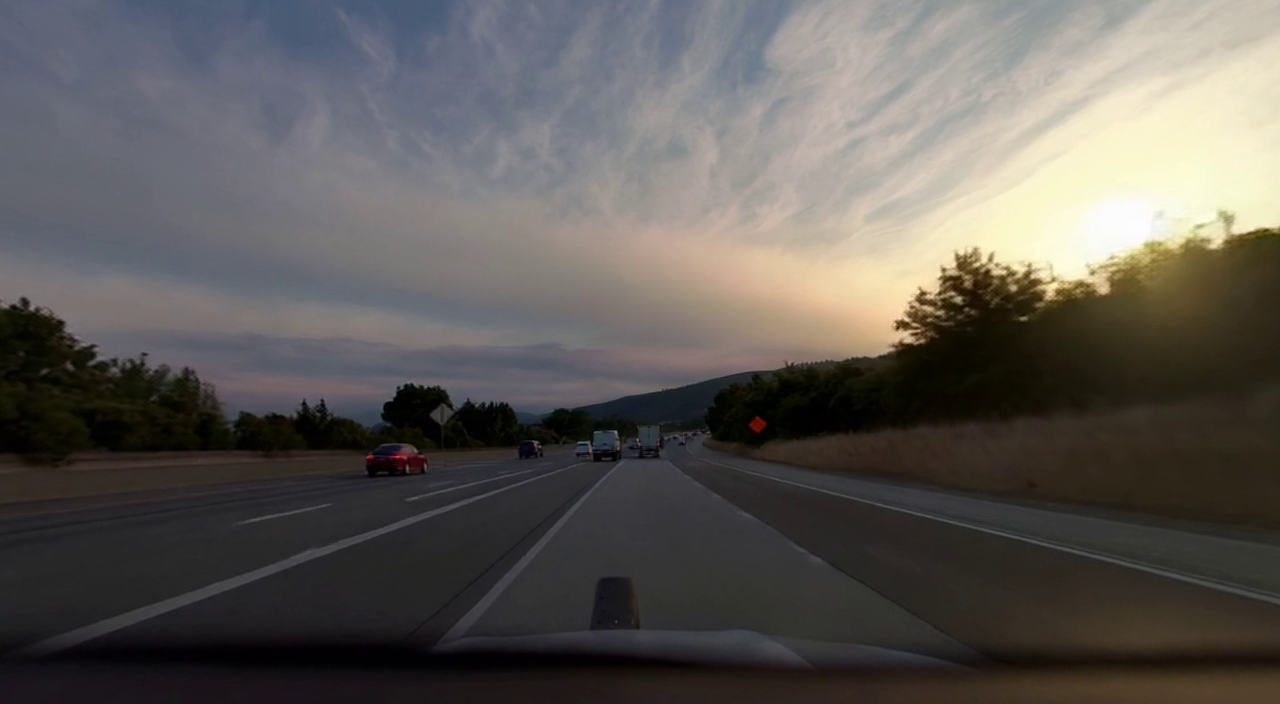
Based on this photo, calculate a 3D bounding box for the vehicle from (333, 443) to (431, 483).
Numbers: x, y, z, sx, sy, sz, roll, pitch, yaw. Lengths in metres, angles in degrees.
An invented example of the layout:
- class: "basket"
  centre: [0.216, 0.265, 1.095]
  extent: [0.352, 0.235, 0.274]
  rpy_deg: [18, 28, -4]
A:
- class: "vehicle"
  centre: [-10.255, 4.433, 25.590]
  extent: [1.952, 1.457, 4.689]
  rpy_deg: [0, -9, 1]

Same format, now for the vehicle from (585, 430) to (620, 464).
- class: "vehicle"
  centre: [-2.881, 7.500, 49.717]
  extent: [2.328, 2.519, 5.238]
  rpy_deg: [0, -9, 1]

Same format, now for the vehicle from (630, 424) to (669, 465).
- class: "vehicle"
  centre: [0.764, 7.144, 48.945]
  extent: [2.768, 2.854, 6.757]
  rpy_deg: [1, -8, 1]
